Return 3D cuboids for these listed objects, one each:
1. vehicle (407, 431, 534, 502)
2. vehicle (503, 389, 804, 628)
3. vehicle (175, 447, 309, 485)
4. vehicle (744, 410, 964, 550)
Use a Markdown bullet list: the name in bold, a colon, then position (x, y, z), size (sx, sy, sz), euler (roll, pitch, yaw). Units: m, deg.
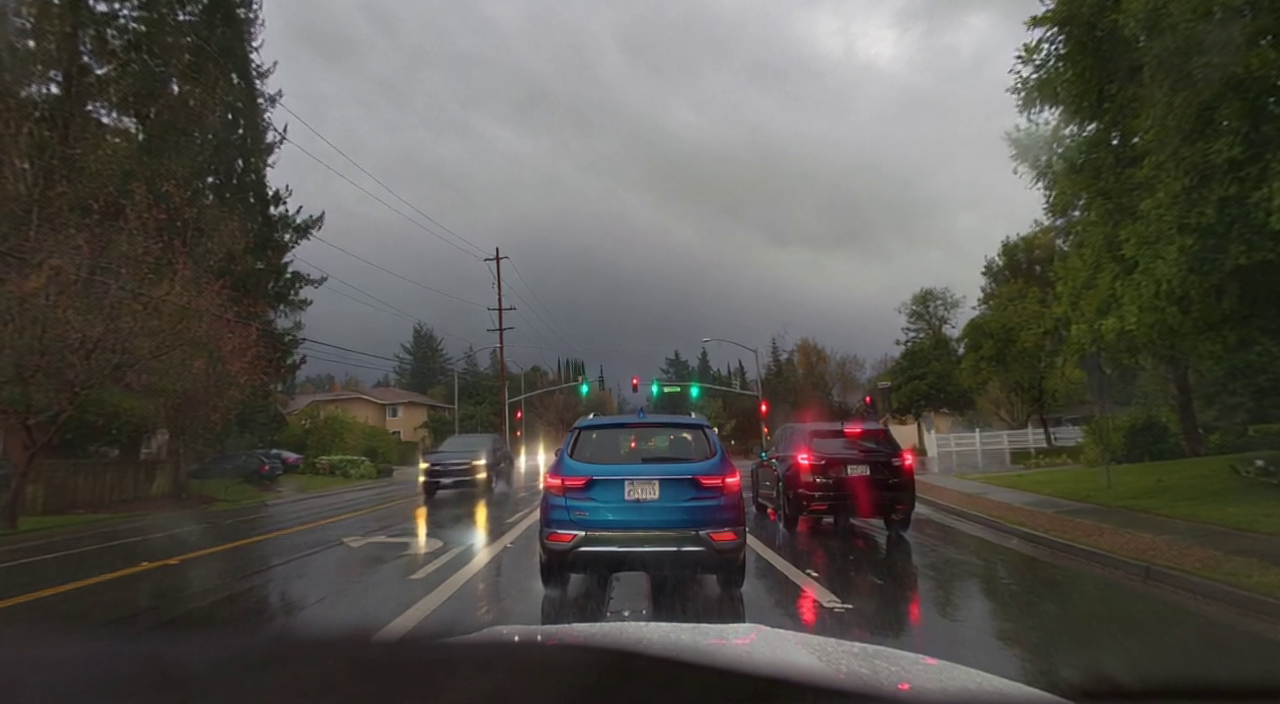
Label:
- **vehicle**: position (-4.540, 3.141, 17.775), size (2.292, 1.711, 4.541), euler (0, -8, 0)
- **vehicle**: position (0.066, 1.424, 6.660), size (2.151, 1.695, 4.100), euler (0, -8, -1)
- **vehicle**: position (-16.145, 4.639, 25.717), size (4.245, 1.446, 1.827), euler (0, -8, 1)
- **vehicle**: position (3.080, 1.935, 10.208), size (1.967, 1.756, 4.281), euler (0, -8, -1)
